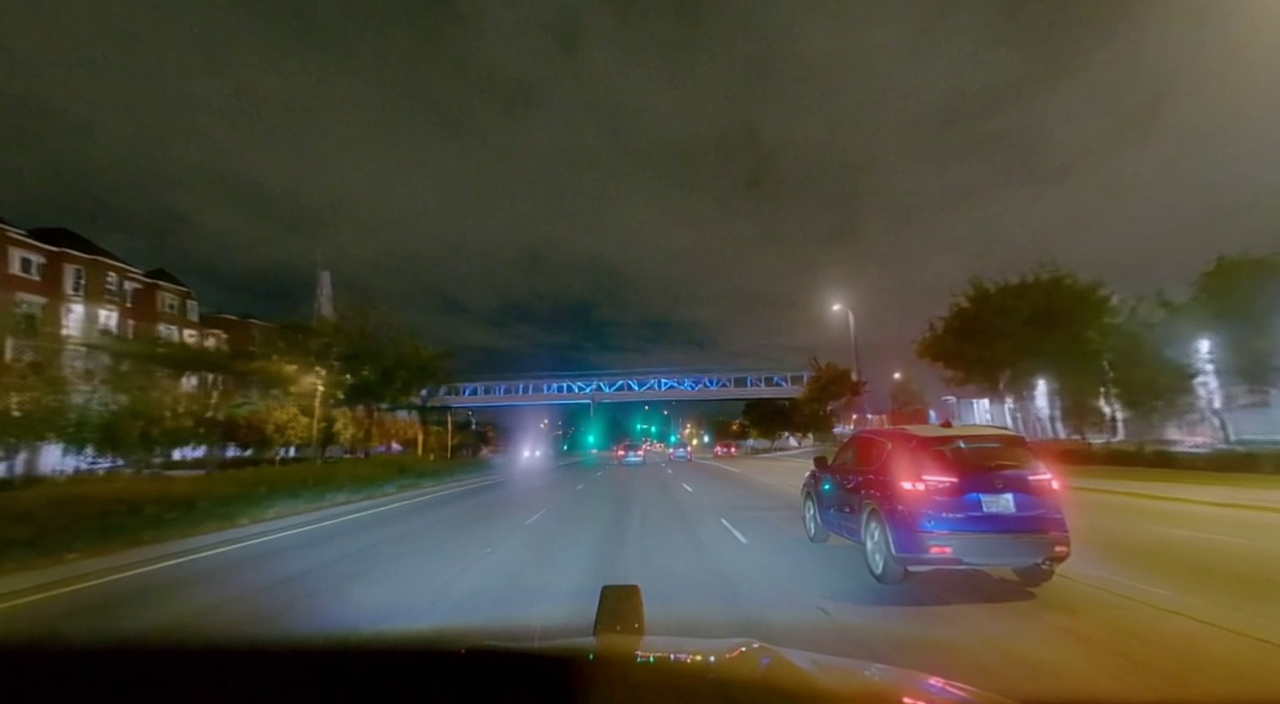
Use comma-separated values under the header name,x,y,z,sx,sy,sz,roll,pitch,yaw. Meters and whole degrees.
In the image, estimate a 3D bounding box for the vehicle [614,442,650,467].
name,x,y,z,sx,sy,sz,roll,pitch,yaw
vehicle,-0.484,6.542,40.628,2.173,1.498,4.528,0,-8,1

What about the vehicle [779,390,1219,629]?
name,x,y,z,sx,sy,sz,roll,pitch,yaw
vehicle,3.153,1.494,7.036,2.130,1.741,4.665,0,-8,0

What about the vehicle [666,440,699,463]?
name,x,y,z,sx,sy,sz,roll,pitch,yaw
vehicle,3.195,7.542,48.008,2.165,1.708,3.928,0,-8,-2
